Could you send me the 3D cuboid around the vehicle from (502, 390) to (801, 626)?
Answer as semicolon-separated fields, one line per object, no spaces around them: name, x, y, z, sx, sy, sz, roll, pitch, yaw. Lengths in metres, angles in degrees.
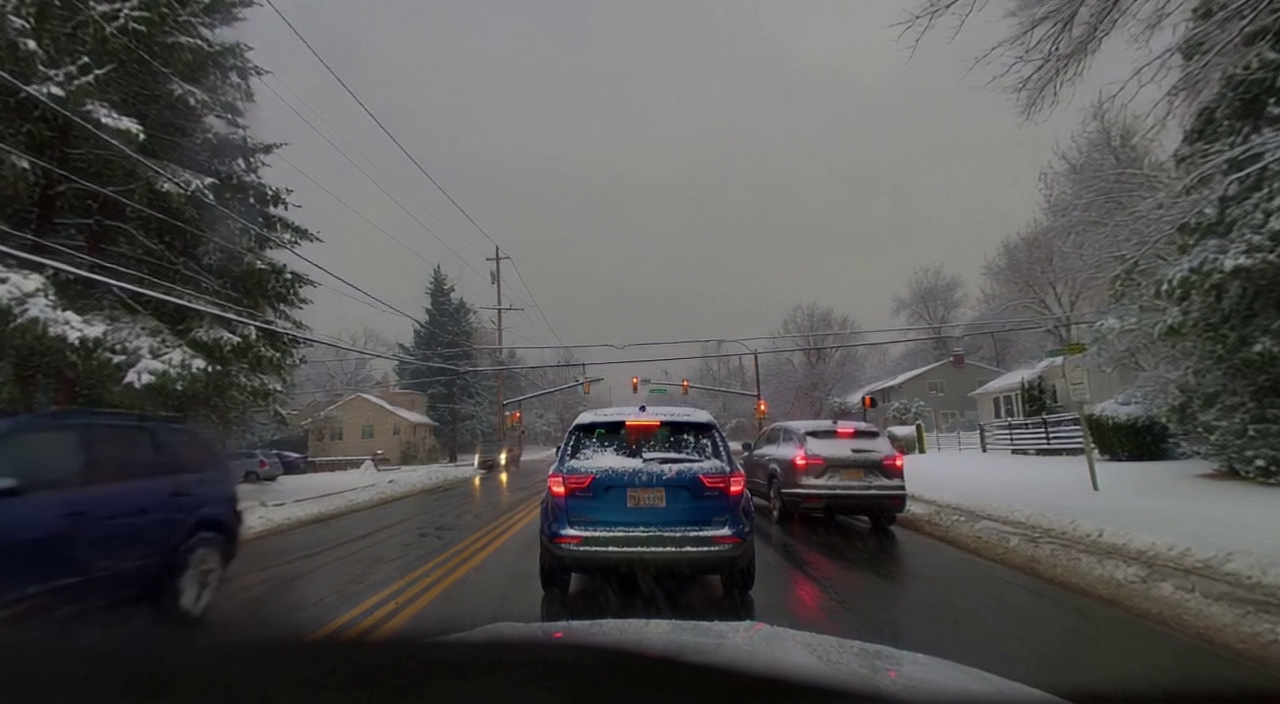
vehicle;0.056;1.429;6.690;2.151;1.695;4.100;0;-8;-1

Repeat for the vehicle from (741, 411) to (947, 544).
vehicle;3.076;1.993;10.621;1.967;1.756;4.281;0;-8;-1

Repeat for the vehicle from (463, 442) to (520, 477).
vehicle;-7.586;5.492;32.575;1.985;1.672;3.960;0;-8;0

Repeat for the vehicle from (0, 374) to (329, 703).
vehicle;-4.327;1.124;4.107;2.292;1.711;4.541;0;-8;-1
